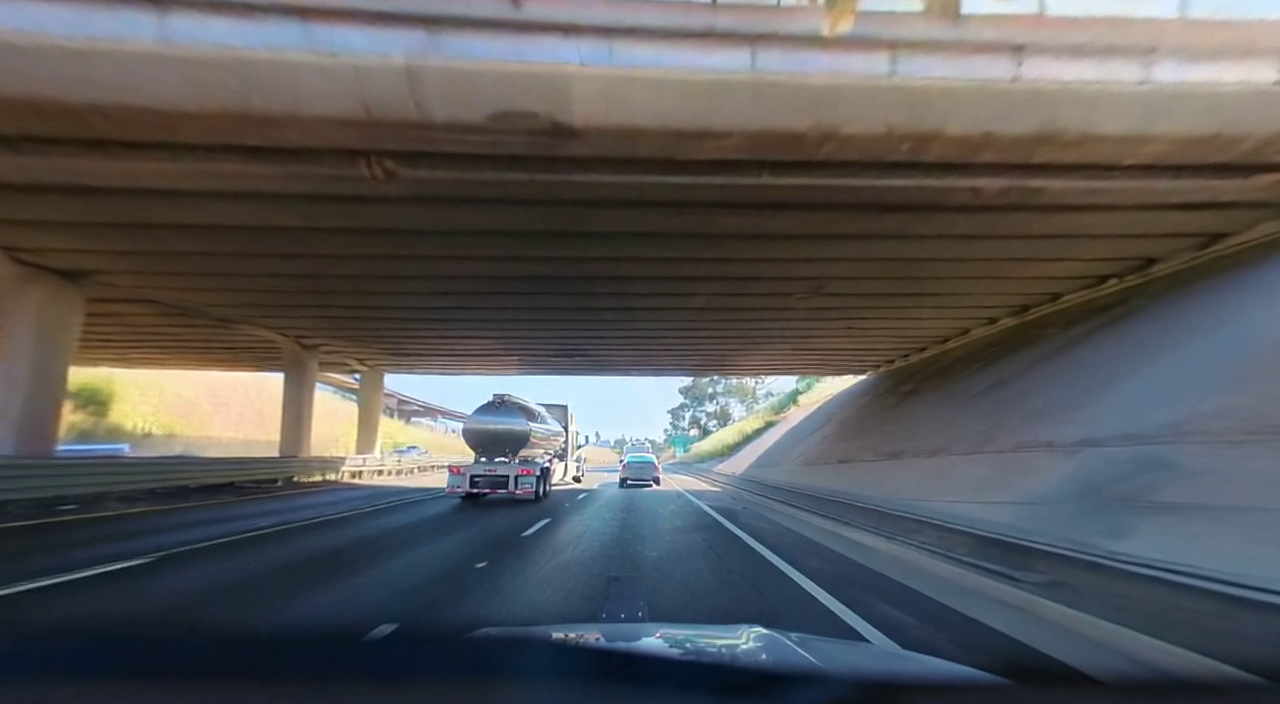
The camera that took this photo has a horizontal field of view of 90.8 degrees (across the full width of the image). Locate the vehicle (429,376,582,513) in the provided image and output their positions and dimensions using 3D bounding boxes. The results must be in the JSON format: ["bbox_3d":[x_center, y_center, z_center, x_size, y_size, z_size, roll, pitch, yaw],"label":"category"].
[{"bbox_3d":[-4.174,3.514,23.931,2.896,3.563,14.643,0,-9,-1],"label":"vehicle"}]

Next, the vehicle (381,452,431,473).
[{"bbox_3d":[-18.069,8.554,48.996,1.929,1.523,4.108,-1,-9,5],"label":"vehicle"}]

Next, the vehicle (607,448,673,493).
[{"bbox_3d":[-0.058,4.322,23.416,2.215,1.481,4.246,0,-9,-1],"label":"vehicle"}]
